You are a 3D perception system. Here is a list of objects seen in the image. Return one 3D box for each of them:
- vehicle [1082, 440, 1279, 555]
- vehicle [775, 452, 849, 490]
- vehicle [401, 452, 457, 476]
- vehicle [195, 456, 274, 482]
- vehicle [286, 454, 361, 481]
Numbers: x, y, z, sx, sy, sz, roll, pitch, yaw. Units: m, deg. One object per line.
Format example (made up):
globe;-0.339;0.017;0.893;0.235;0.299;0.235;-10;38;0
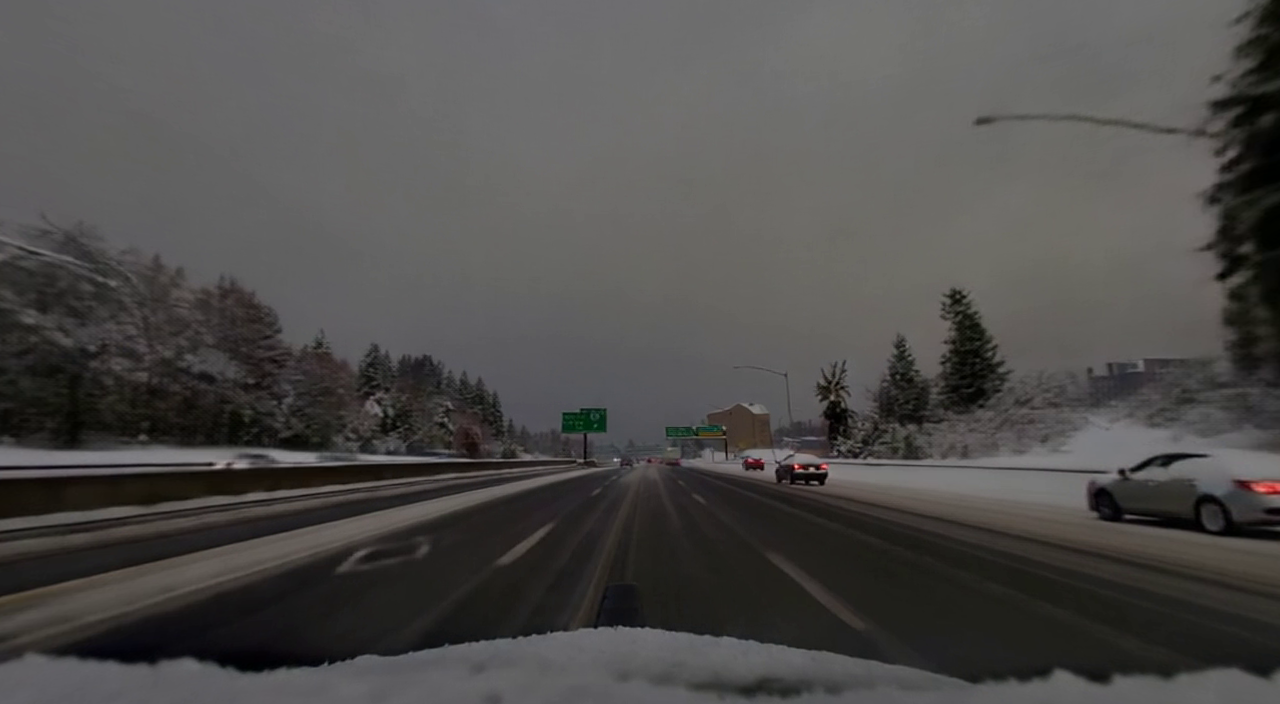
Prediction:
vehicle;10.354;2.401;10.994;2.090;1.643;4.513;0;-9;1
vehicle;7.553;5.263;28.275;1.861;1.500;4.860;0;-9;-1
vehicle;-15.022;7.941;45.204;2.188;1.607;4.820;0;-9;2
vehicle;-25.170;7.246;39.444;1.947;1.473;4.494;0;-9;0
vehicle;-18.511;6.754;37.215;1.932;1.481;4.700;0;-9;1
